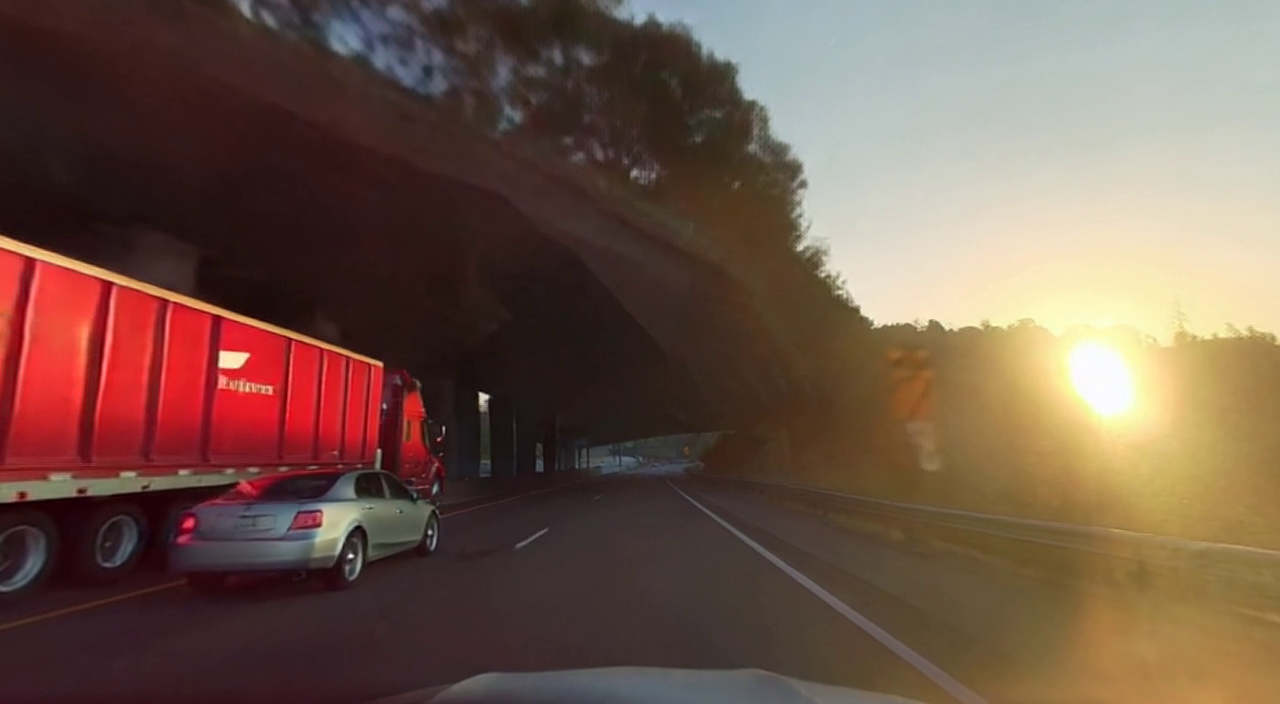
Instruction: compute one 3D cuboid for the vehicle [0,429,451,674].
[{"bbox_3d":[-3.859,1.725,6.589,2.135,1.506,5.041,1,-10,1],"label":"vehicle"}]
